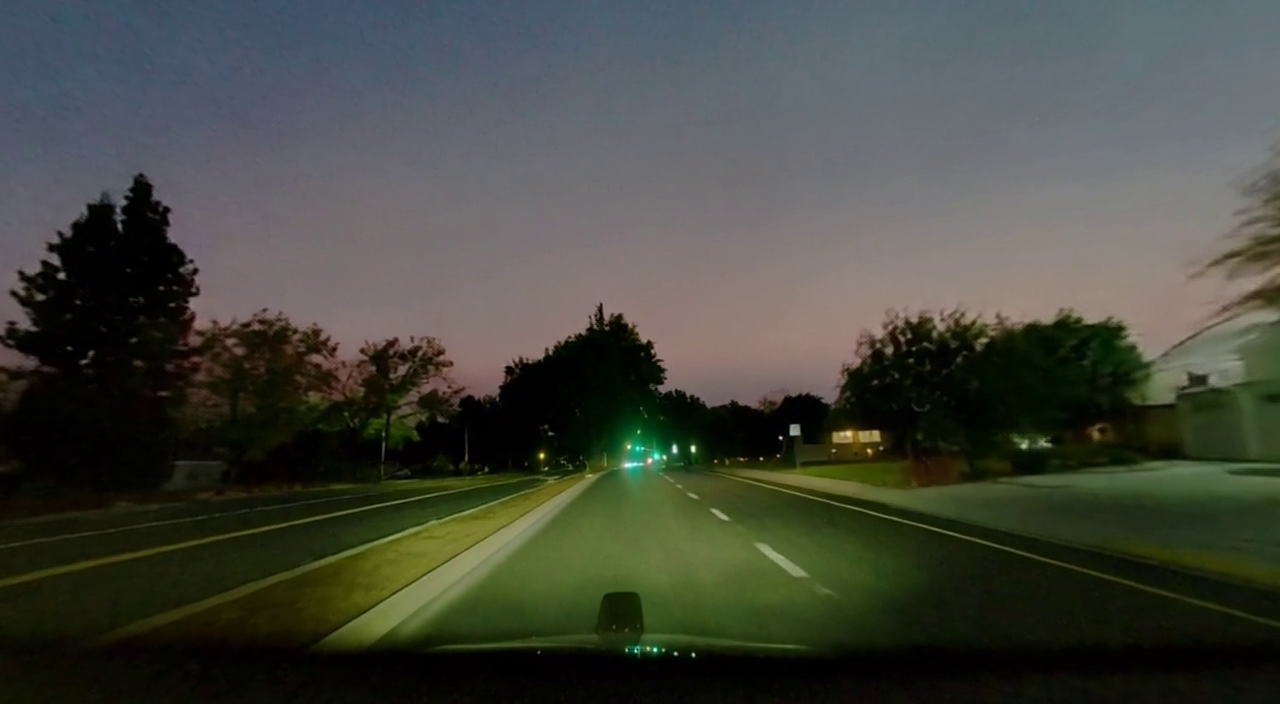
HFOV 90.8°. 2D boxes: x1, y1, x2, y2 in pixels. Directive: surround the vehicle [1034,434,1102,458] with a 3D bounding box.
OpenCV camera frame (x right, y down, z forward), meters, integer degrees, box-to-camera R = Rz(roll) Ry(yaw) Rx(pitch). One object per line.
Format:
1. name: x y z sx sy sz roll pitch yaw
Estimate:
1. vehicle: 32.402 7.168 47.954 2.031 1.648 4.246 0 -11 -2
